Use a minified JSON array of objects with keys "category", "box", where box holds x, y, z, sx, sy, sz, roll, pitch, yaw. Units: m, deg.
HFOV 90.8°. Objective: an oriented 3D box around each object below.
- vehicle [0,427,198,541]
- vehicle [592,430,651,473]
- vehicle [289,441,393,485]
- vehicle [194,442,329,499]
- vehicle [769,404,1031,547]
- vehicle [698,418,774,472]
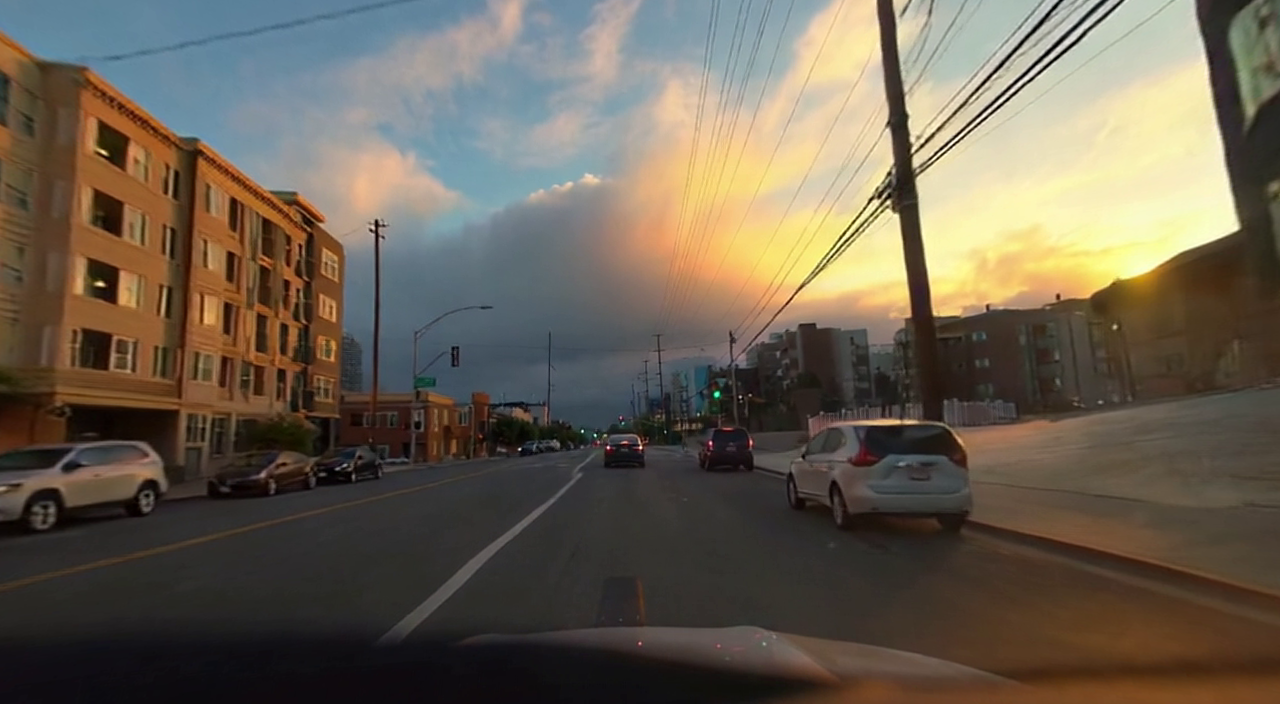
[{"category":"vehicle","box":[-11.872,2.537,13.114,1.997,1.918,4.736,0,-7,-2]},{"category":"vehicle","box":[-0.626,3.634,23.558,2.019,1.453,4.129,0,-7,0]},{"category":"vehicle","box":[-11.990,4.431,25.718,1.910,1.498,4.662,-2,-7,1]},{"category":"vehicle","box":[-12.012,3.739,20.401,2.004,1.526,3.807,-2,-7,0]},{"category":"vehicle","box":[3.703,1.820,10.142,2.186,1.764,4.470,0,-7,-2]},{"category":"vehicle","box":[3.728,3.705,25.590,2.248,1.945,5.011,0,-7,-1]}]
